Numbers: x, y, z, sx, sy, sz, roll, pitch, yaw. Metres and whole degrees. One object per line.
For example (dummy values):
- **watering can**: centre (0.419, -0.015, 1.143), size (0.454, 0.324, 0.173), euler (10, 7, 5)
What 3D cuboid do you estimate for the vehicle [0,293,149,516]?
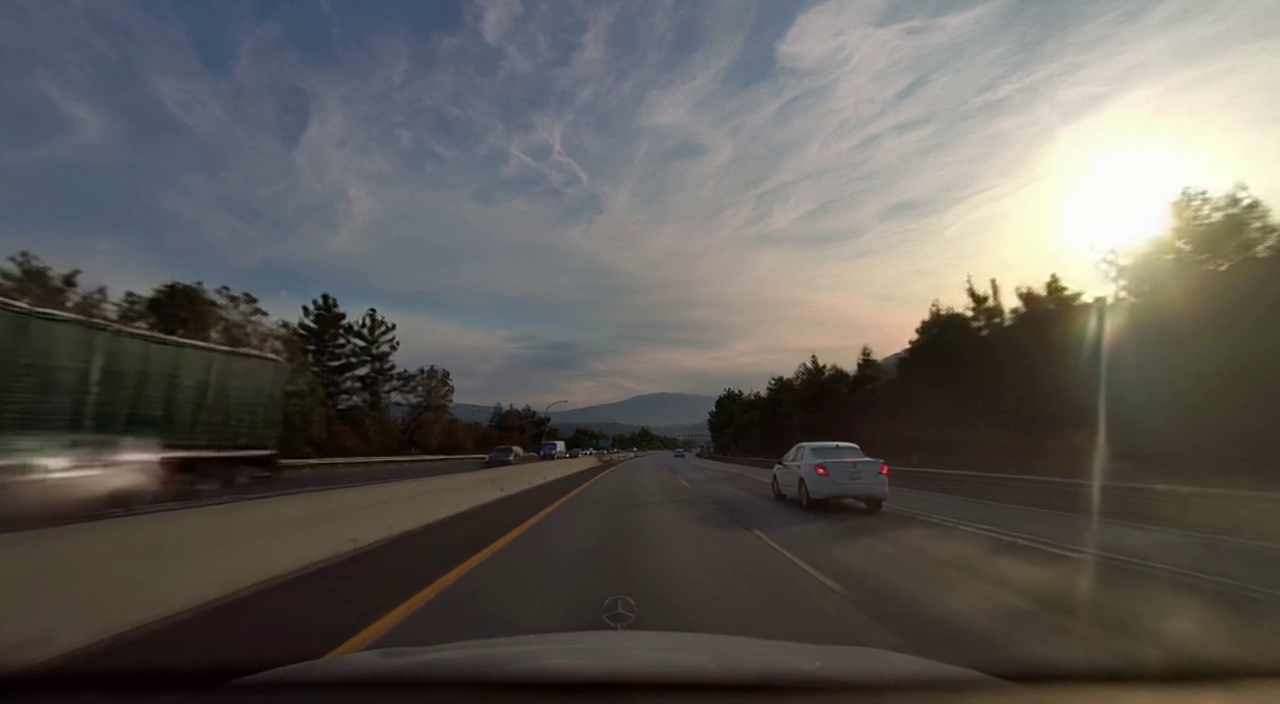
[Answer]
- **vehicle**: centre (-13.366, 0.194, 6.600), size (3.099, 4.089, 16.683), euler (0, -9, -1)

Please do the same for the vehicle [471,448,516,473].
- **vehicle**: centre (-9.437, 7.010, 40.608), size (1.897, 1.540, 4.049), euler (-1, -9, 0)

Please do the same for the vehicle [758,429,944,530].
- **vehicle**: centre (3.979, 2.501, 12.900), size (2.089, 1.660, 4.729), euler (0, -9, -1)

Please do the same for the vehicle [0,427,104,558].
- **vehicle**: centre (-9.073, 1.672, 7.219), size (2.023, 1.628, 4.241), euler (0, -9, -1)
